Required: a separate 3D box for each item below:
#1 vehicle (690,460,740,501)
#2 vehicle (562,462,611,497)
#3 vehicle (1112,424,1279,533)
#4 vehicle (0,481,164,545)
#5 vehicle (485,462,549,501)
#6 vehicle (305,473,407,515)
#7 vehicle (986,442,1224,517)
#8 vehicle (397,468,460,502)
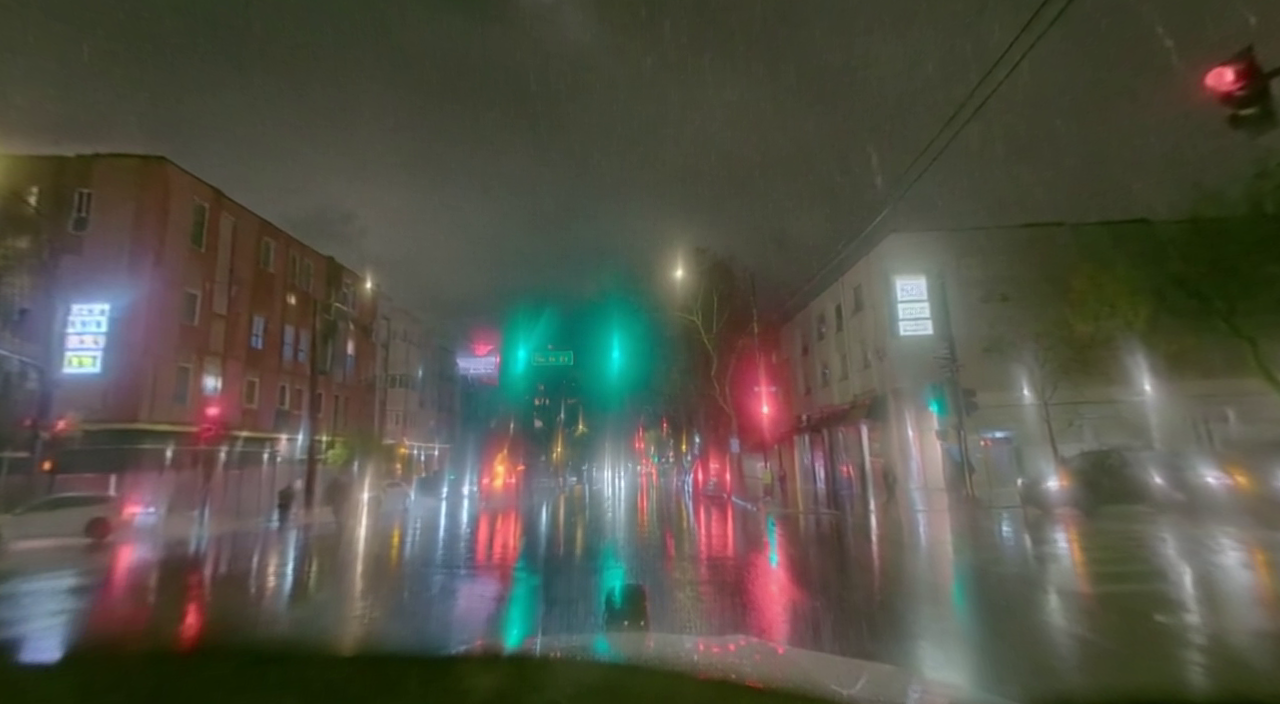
[{"bbox_3d":[3.637,6.276,31.088,1.924,1.765,3.954,0,-9,-1],"label":"vehicle"},{"bbox_3d":[-2.578,6.291,31.345,1.973,1.496,3.713,0,-9,2],"label":"vehicle"},{"bbox_3d":[12.822,2.368,12.479,5.004,1.771,2.159,-4,-8,2],"label":"vehicle"},{"bbox_3d":[-16.944,4.596,18.244,1.999,1.466,4.535,-6,-11,33],"label":"vehicle"},{"bbox_3d":[-5.579,5.890,29.042,1.942,1.559,4.298,0,-9,2],"label":"vehicle"},{"bbox_3d":[-12.126,6.073,27.330,1.934,1.434,4.636,-1,-9,5],"label":"vehicle"},{"bbox_3d":[11.360,3.122,15.680,4.288,1.689,1.909,0,-9,2],"label":"vehicle"},{"bbox_3d":[-11.704,7.367,35.186,1.933,1.628,3.973,0,-9,3],"label":"vehicle"}]
